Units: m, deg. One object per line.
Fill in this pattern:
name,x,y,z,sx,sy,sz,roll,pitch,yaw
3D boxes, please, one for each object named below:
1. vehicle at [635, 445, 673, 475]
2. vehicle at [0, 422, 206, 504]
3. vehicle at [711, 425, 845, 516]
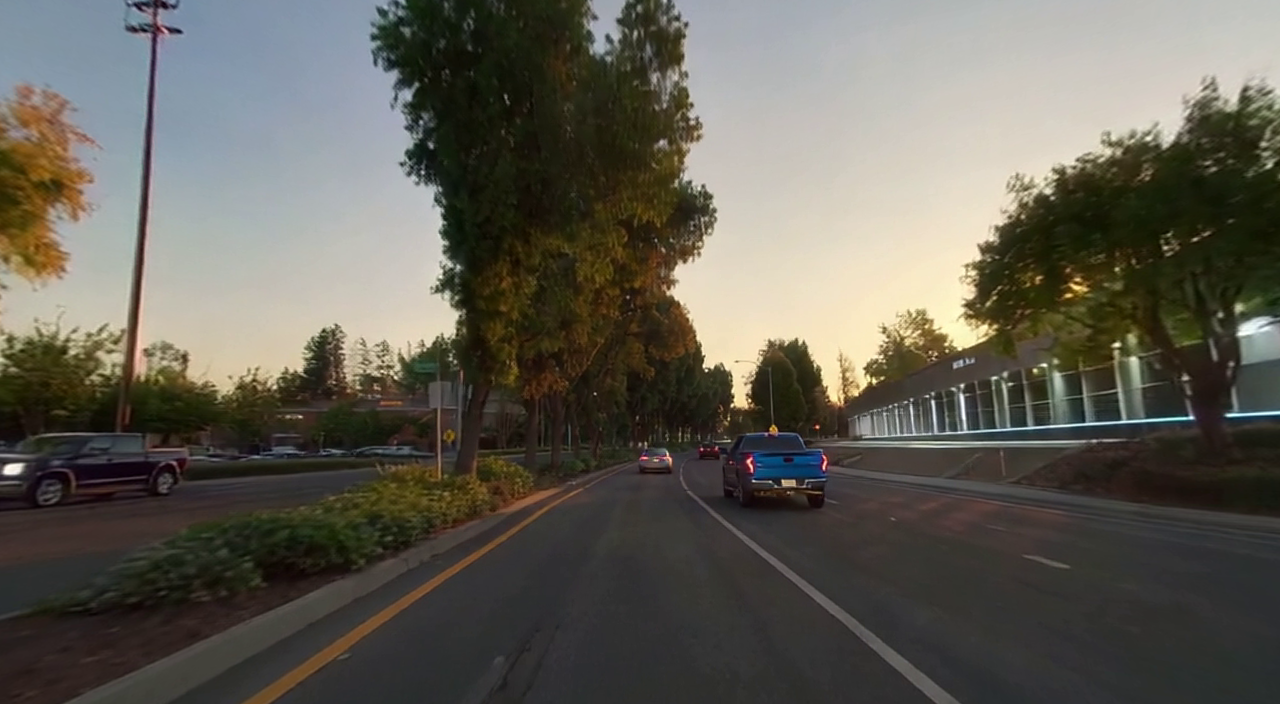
vehicle,0.800,5.933,34.865,1.968,1.521,4.262,0,-8,2
vehicle,-14.376,2.833,16.575,2.154,1.806,5.096,0,-8,1
vehicle,3.311,2.983,16.523,2.367,1.919,5.651,0,-8,1
